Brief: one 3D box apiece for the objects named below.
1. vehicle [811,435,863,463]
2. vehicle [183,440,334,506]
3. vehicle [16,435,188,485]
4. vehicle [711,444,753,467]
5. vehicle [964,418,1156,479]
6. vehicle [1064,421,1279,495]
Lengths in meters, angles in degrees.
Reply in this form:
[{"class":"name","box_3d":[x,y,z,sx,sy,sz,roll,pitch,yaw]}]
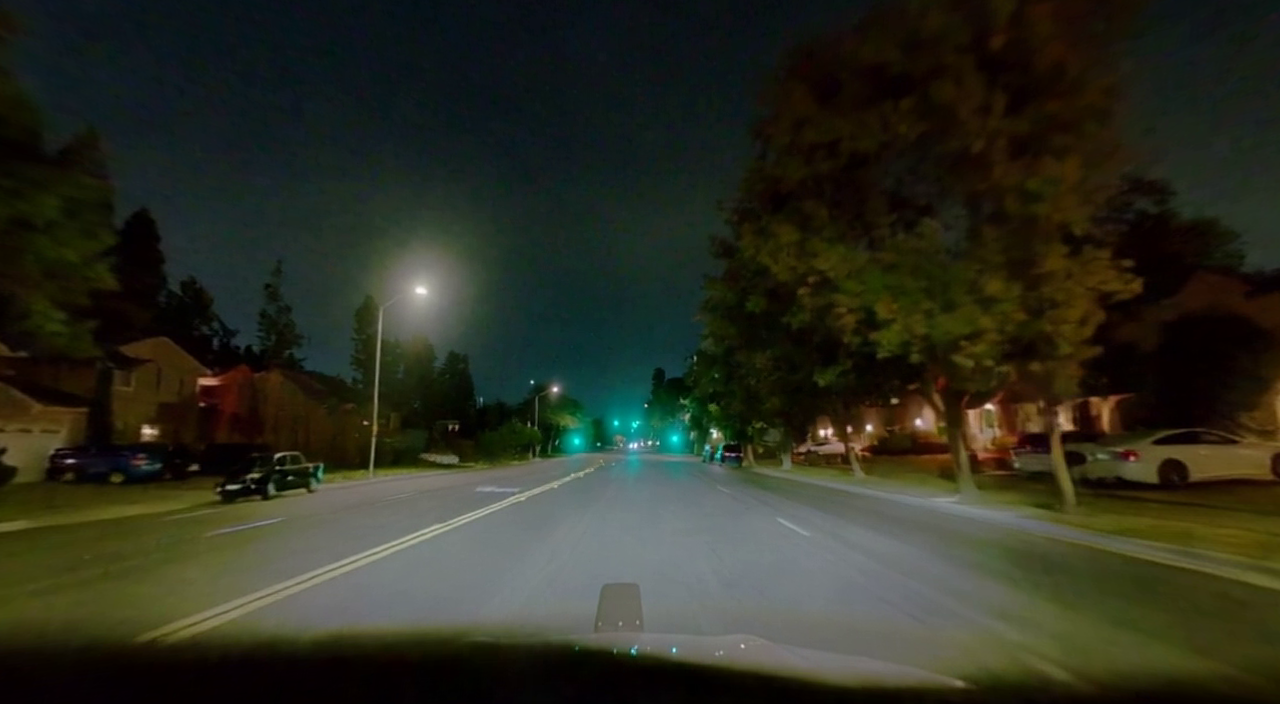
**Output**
[{"class":"vehicle","box_3d":[13.314,6.631,43.002,1.978,1.738,4.734,-2,-9,-1]},{"class":"vehicle","box_3d":[-11.438,3.666,19.384,2.020,1.691,4.308,-1,-10,-2]},{"class":"vehicle","box_3d":[-21.279,4.287,25.156,4.830,1.857,2.183,-1,-9,2]},{"class":"vehicle","box_3d":[6.457,7.350,44.899,2.042,1.511,5.029,0,-8,-2]},{"class":"vehicle","box_3d":[13.990,3.279,21.326,4.763,1.816,2.227,-2,-9,2]},{"class":"vehicle","box_3d":[14.038,2.669,16.155,4.775,1.524,1.983,-4,-9,3]}]
